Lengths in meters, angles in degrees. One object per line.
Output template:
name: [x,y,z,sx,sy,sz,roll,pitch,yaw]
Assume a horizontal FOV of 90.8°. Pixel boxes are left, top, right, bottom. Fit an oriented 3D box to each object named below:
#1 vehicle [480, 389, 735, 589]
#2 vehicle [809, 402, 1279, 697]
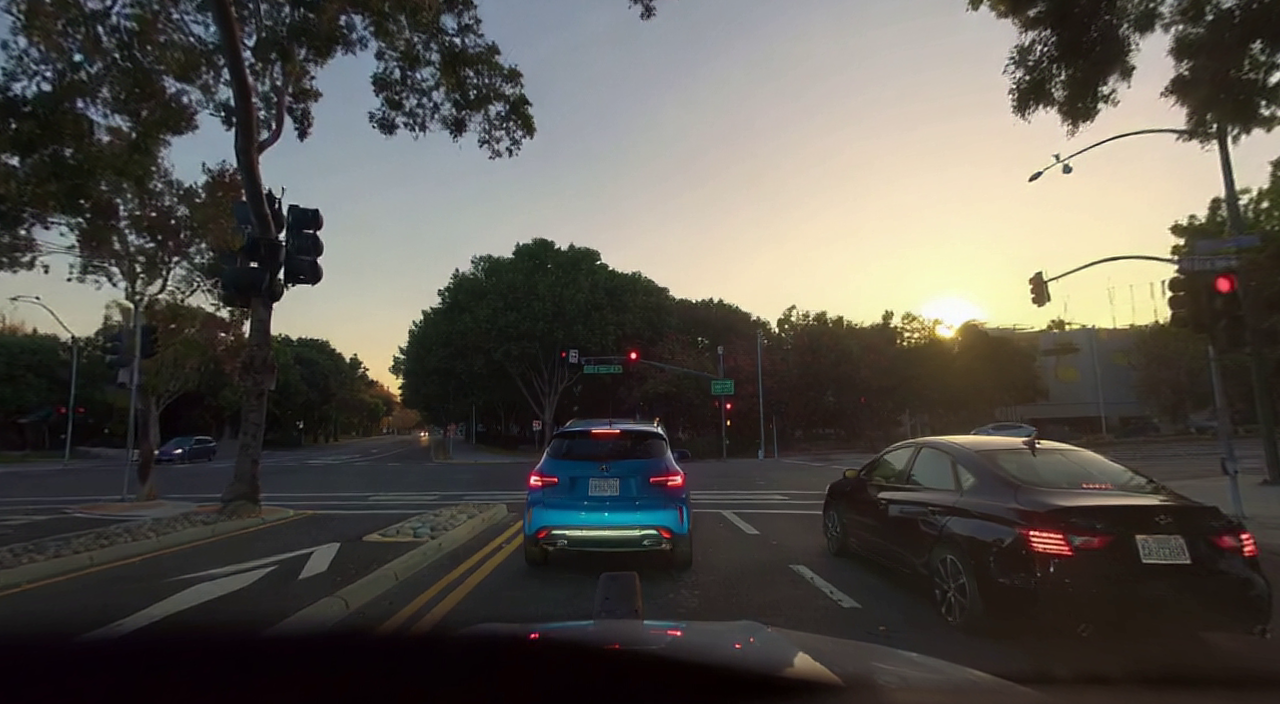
vehicle: [-0.344,1.526,7.790,2.247,1.760,4.231,0,-9,-2]
vehicle: [3.165,1.402,5.763,1.932,1.562,4.629,0,-9,-1]
